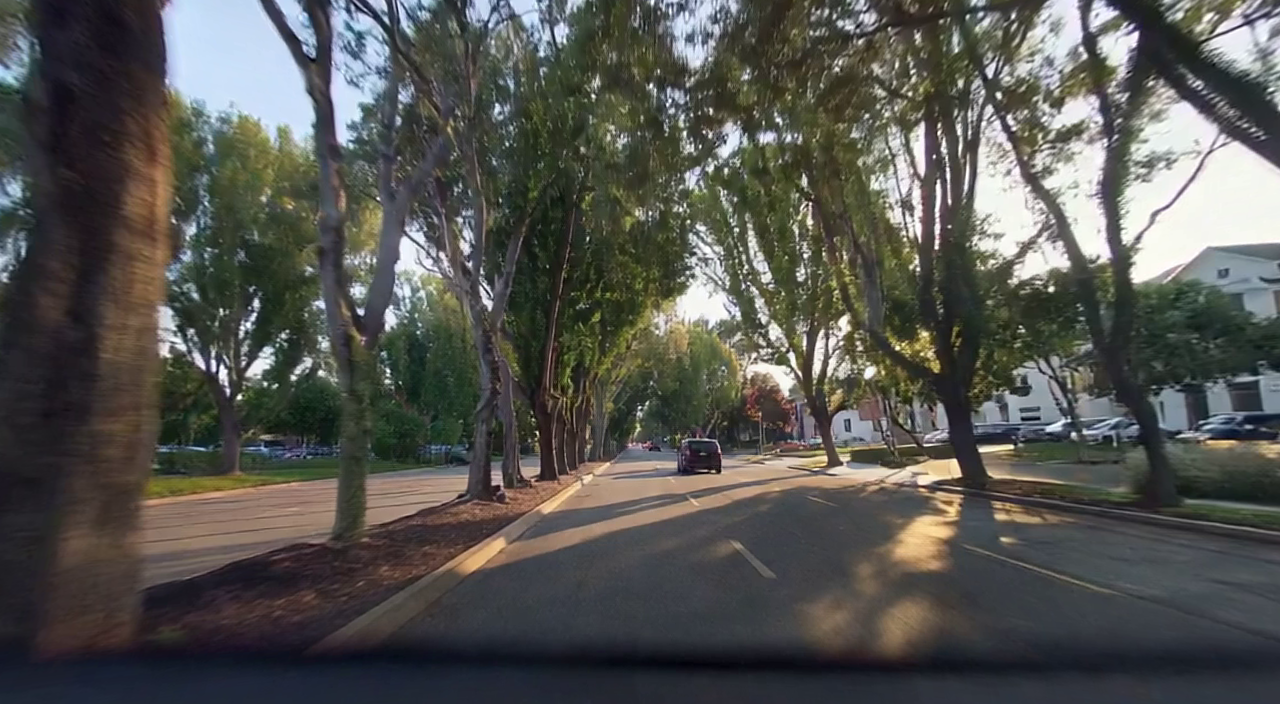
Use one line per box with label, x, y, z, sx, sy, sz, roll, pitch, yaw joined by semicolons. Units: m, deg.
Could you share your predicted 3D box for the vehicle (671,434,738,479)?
vehicle;2.636;4.408;26.949;2.240;1.740;4.605;0;-8;-2
